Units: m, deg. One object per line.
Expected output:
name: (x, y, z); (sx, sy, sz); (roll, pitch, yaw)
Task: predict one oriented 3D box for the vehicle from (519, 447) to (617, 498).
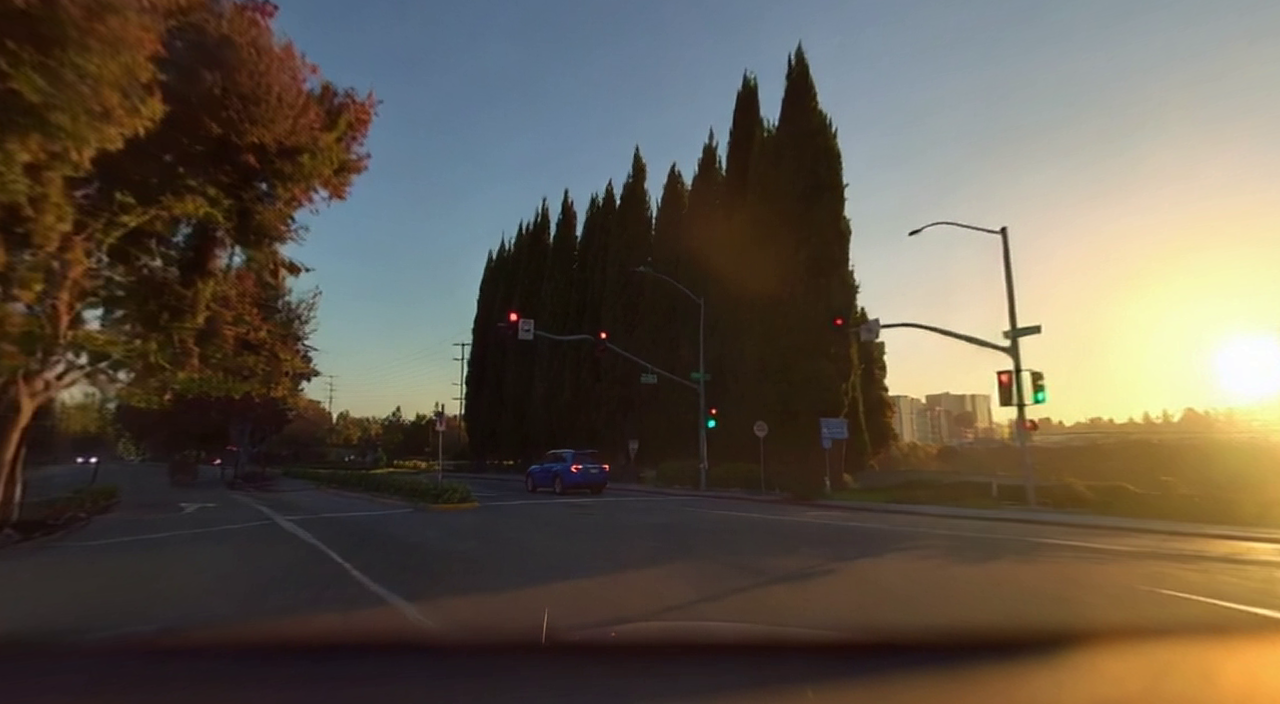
vehicle: (-3.060, 4.809, 25.698); (2.284, 1.788, 4.871); (4, -10, -28)
